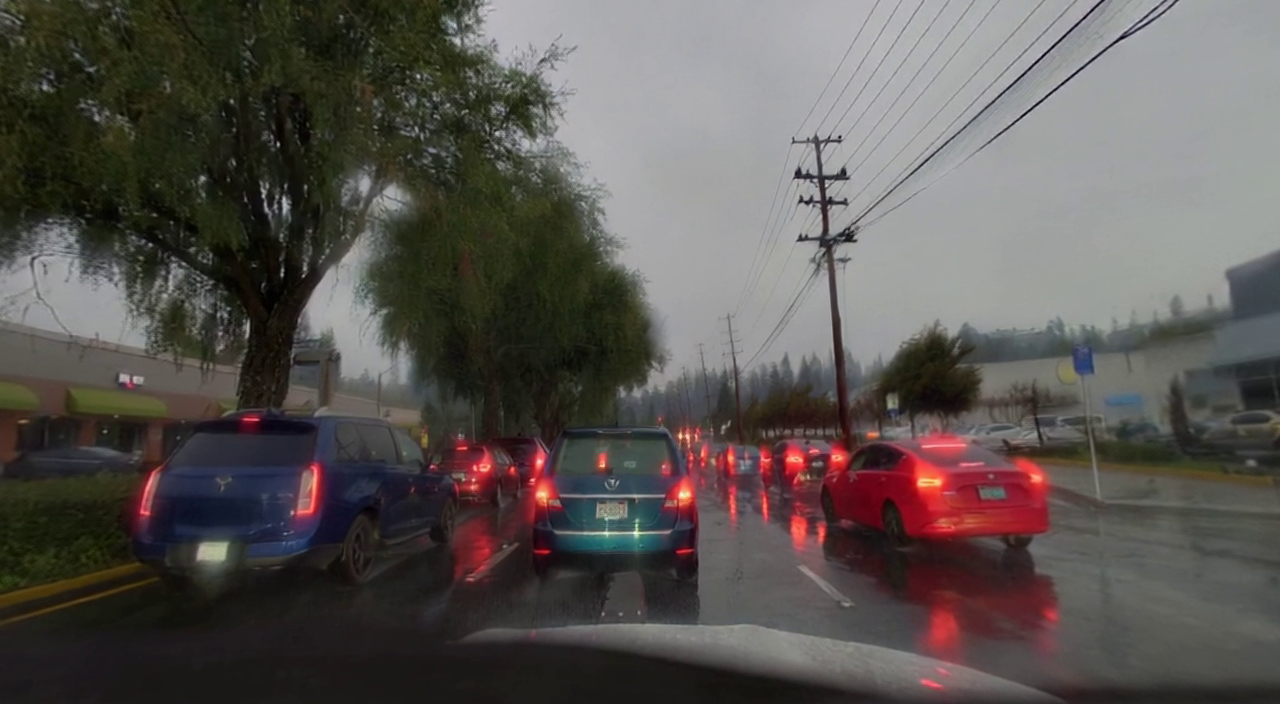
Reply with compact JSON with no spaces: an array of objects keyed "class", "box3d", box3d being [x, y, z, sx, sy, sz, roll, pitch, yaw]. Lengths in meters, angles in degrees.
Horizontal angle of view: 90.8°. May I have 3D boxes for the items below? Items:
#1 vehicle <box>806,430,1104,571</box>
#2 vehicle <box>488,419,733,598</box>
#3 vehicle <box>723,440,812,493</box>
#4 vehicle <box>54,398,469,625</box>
[{"class":"vehicle","box3d":[3.918,1.898,8.925,1.909,1.473,4.361,0,-9,-1]},{"class":"vehicle","box3d":[-0.310,1.631,7.392,2.097,1.511,3.809,0,-9,-2]},{"class":"vehicle","box3d":[3.816,3.494,19.679,1.876,1.456,4.025,0,-9,-1]},{"class":"vehicle","box3d":[-3.439,1.520,6.972,1.979,1.697,4.254,0,-9,-1]}]
